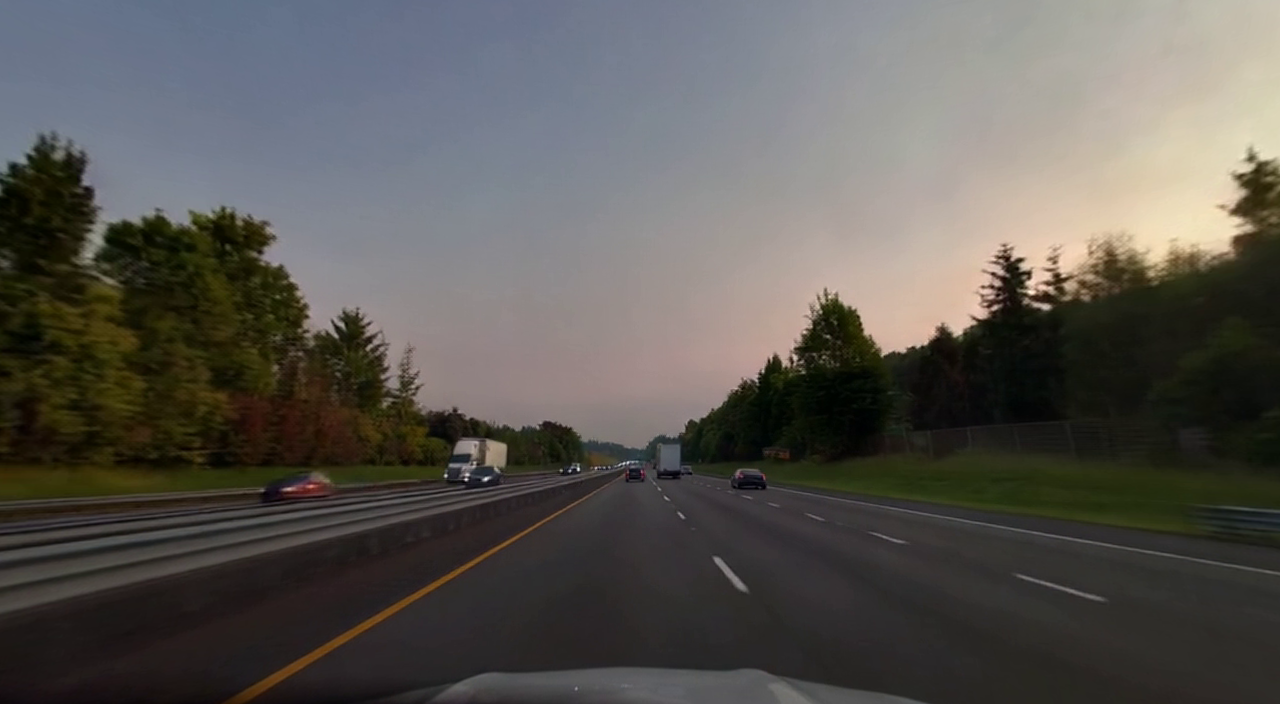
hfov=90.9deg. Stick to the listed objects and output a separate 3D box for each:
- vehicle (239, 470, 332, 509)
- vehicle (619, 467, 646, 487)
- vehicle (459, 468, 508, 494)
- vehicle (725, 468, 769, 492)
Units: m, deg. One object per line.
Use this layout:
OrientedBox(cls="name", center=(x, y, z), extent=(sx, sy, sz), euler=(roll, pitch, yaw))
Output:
OrientedBox(cls="vehicle", center=(-14.589, 5.655, 26.148), extent=(1.784, 1.434, 3.576), euler=(1, -11, -1))
OrientedBox(cls="vehicle", center=(-0.606, 9.874, 49.839), extent=(2.025, 1.452, 3.927), euler=(1, -11, -1))
OrientedBox(cls="vehicle", center=(-9.782, 8.099, 39.771), extent=(1.931, 1.502, 4.561), euler=(1, -11, -1))
OrientedBox(cls="vehicle", center=(6.939, 8.355, 41.306), extent=(1.977, 1.494, 4.311), euler=(1, -11, -2))
